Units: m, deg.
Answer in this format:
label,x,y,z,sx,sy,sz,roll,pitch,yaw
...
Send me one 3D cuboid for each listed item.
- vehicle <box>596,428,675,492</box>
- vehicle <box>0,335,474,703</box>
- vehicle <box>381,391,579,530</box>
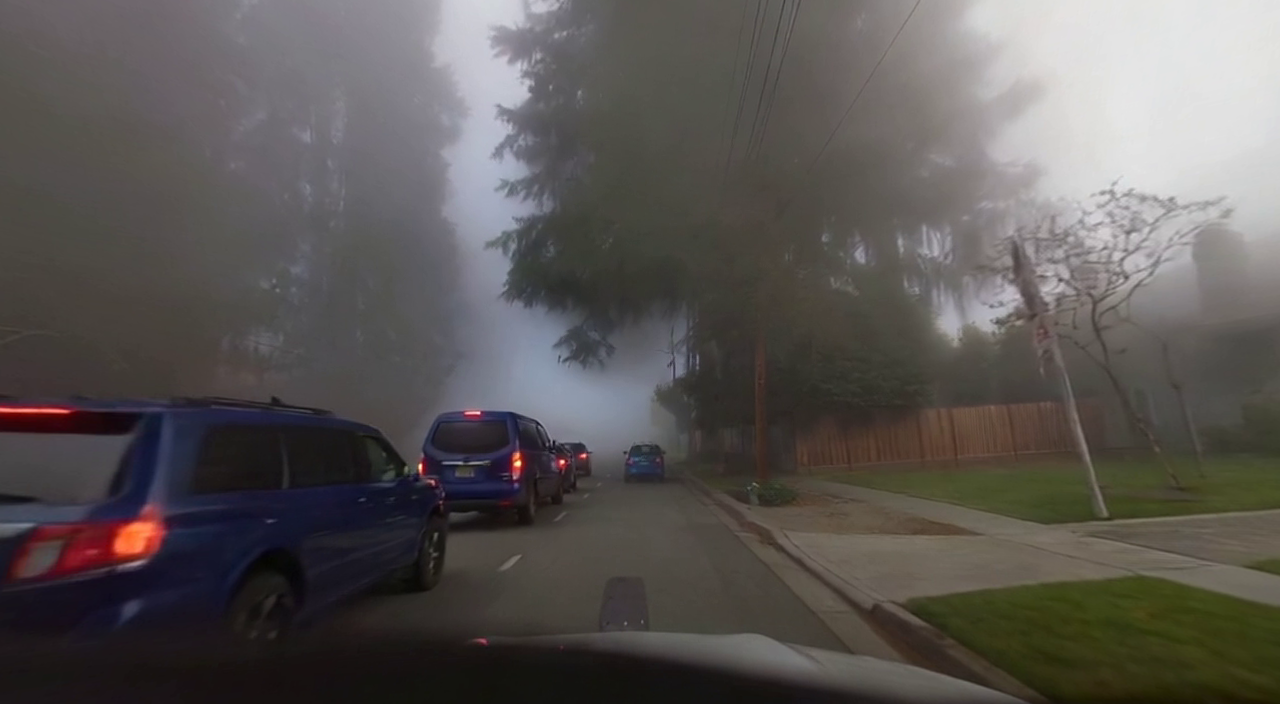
label,x,y,z,sx,sy,sz,roll,pitch,yaw
vehicle,-0.124,3.232,19.081,2.120,1.718,3.909,0,-9,0
vehicle,-2.842,1.106,4.333,2.105,1.709,4.251,0,-9,2
vehicle,-2.799,2.127,12.796,2.411,2.185,5.544,0,-9,2
